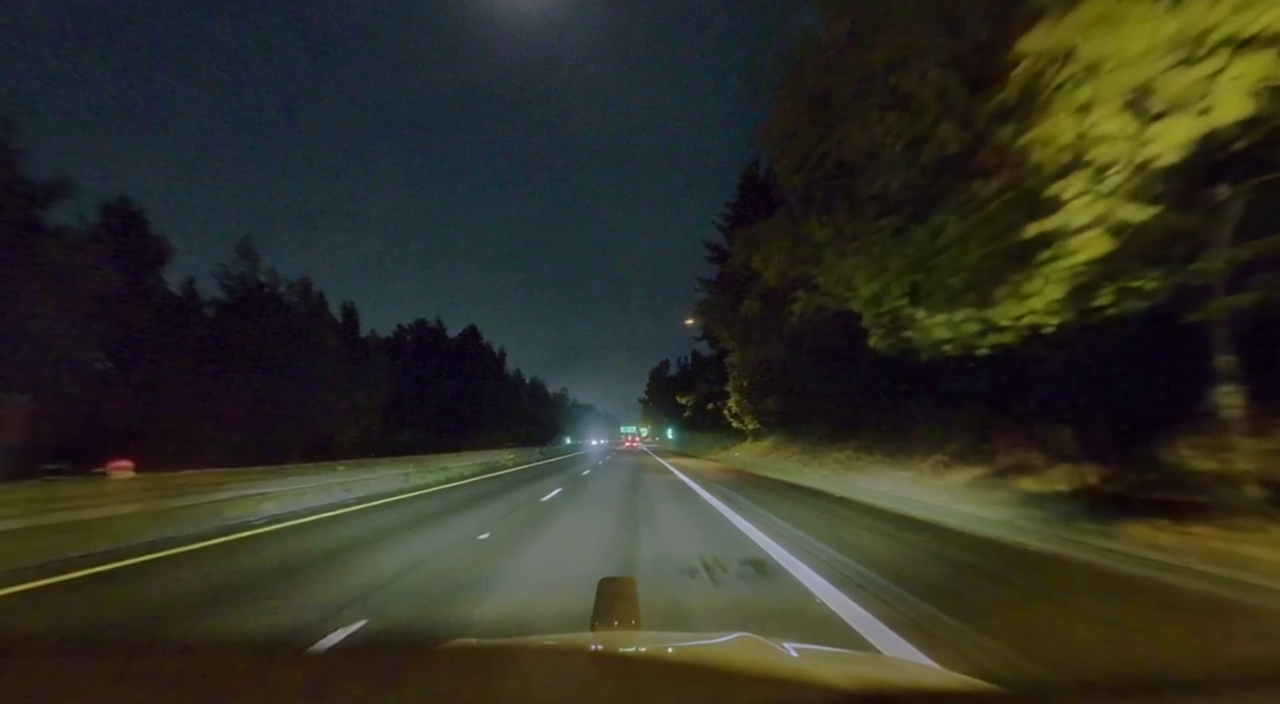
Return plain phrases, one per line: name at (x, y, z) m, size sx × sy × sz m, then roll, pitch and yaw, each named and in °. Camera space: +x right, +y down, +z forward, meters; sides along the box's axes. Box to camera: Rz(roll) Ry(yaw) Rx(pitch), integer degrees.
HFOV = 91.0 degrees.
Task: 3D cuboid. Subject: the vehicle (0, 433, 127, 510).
vehicle at (-13.323, 2.441, 13.040) m, size 2.049 × 1.467 × 3.924 m, roll 0°, pitch -8°, yaw 0°
